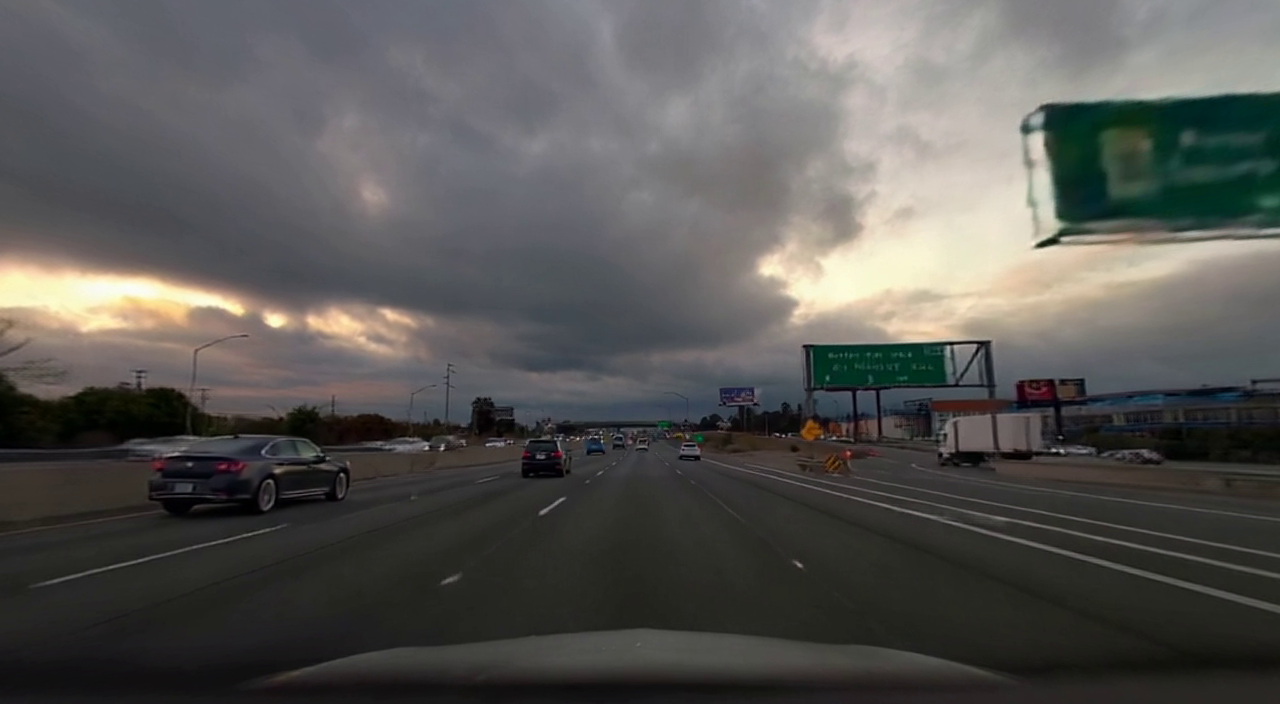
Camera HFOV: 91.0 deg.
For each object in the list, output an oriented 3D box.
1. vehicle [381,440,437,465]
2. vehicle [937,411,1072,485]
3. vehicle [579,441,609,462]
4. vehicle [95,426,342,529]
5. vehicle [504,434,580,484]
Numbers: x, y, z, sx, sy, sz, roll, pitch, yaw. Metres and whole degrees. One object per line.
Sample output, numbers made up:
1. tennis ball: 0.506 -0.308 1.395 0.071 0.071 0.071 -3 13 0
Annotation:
1. vehicle: -15.544 6.775 42.686 1.924 1.537 4.772 1 -9 1
2. vehicle: 19.773 5.317 35.046 2.958 3.538 8.761 0 -9 5
3. vehicle: -3.495 7.693 48.713 1.960 1.494 4.123 1 -9 1
4. vehicle: -7.232 2.174 11.363 1.865 1.518 3.620 1 -9 1
5. vehicle: -3.365 3.774 22.437 2.001 1.577 4.055 1 -9 1
